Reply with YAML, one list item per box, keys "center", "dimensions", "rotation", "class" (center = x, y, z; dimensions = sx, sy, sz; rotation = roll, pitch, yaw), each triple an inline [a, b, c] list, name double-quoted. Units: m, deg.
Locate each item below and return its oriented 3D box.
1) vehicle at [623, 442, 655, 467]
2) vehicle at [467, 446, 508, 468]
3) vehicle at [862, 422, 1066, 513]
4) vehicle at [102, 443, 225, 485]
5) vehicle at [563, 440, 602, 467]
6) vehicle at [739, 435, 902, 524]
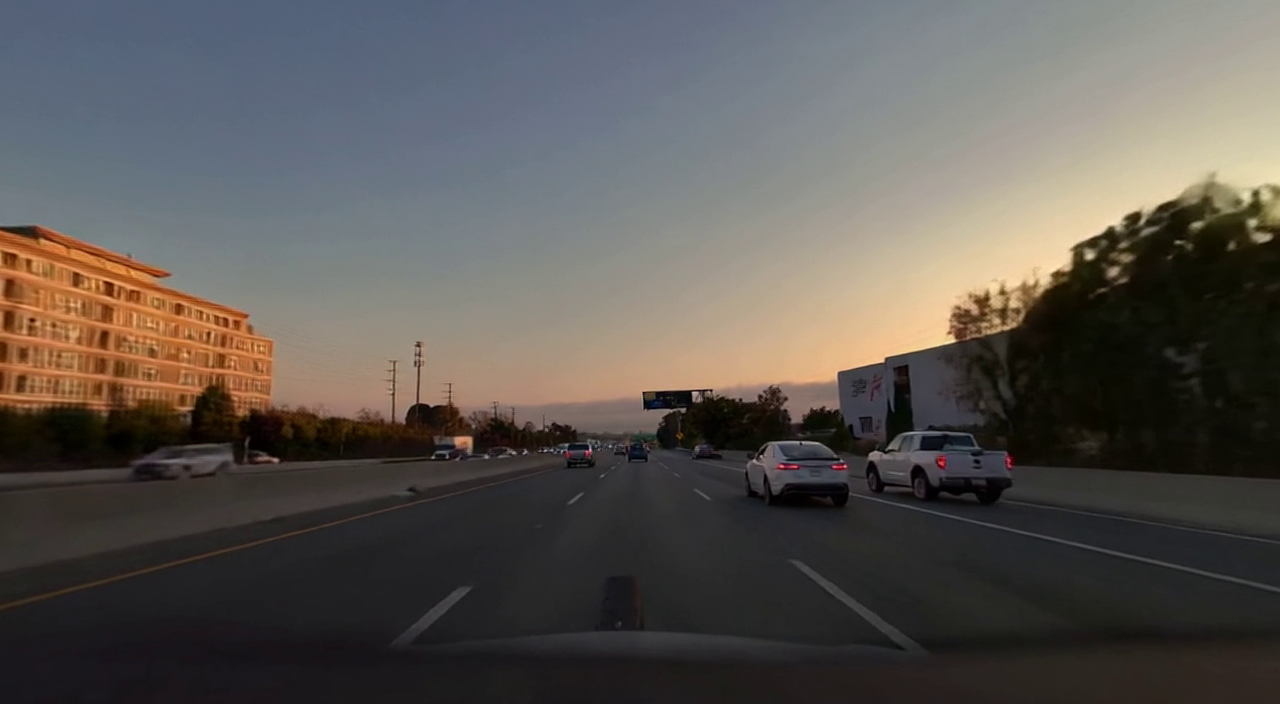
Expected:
- center: [-0.069, 7.355, 45.566]
  dimensions: [2.191, 1.685, 4.015]
  rotation: [0, -9, -1]
  class: "vehicle"
- center: [-11.160, 7.716, 46.509]
  dimensions: [1.888, 1.486, 4.616]
  rotation: [0, -9, 0]
  class: "vehicle"
- center: [7.326, 2.674, 15.056]
  dimensions: [2.176, 1.793, 4.841]
  rotation: [0, -9, -2]
  class: "vehicle"
- center: [-20.994, 4.933, 28.139]
  dimensions: [1.922, 1.658, 4.538]
  rotation: [0, -9, -1]
  class: "vehicle"
- center: [-3.949, 7.114, 44.307]
  dimensions: [2.256, 1.756, 4.745]
  rotation: [0, -9, 0]
  class: "vehicle"
- center: [3.463, 2.552, 13.187]
  dimensions: [1.987, 1.509, 4.512]
  rotation: [0, -9, -1]
  class: "vehicle"
